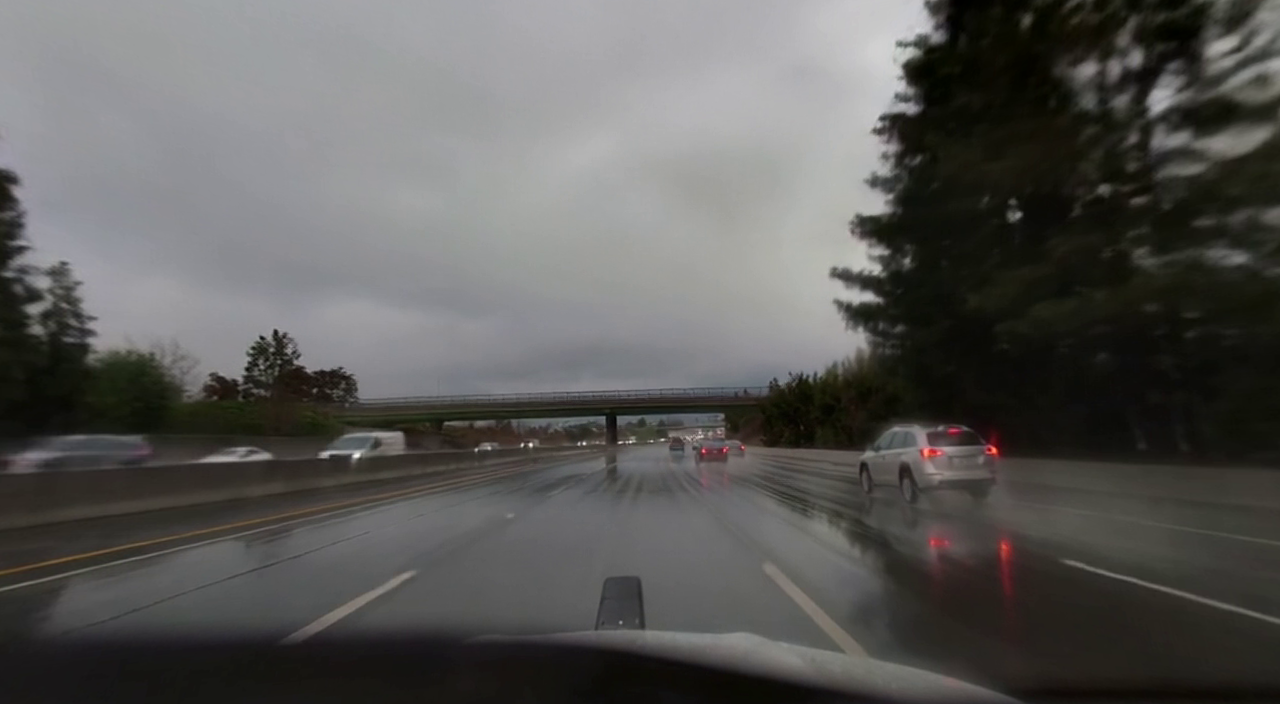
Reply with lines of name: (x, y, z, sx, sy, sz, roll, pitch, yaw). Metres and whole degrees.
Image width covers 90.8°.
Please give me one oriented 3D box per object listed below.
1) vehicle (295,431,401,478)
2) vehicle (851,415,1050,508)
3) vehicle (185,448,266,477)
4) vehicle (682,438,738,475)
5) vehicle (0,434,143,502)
vehicle: (-13.449, 4.775, 29.584, 2.310, 1.956, 5.331, -1, -9, 1)
vehicle: (6.966, 2.527, 14.990, 2.087, 1.806, 4.946, 0, -9, -1)
vehicle: (-23.310, 6.199, 35.692, 1.832, 1.526, 3.977, 0, -9, 0)
vehicle: (2.987, 4.586, 27.903, 1.981, 1.471, 4.342, 0, -9, 0)
vehicle: (-19.952, 3.730, 20.717, 2.242, 1.980, 6.315, 0, -9, -1)
